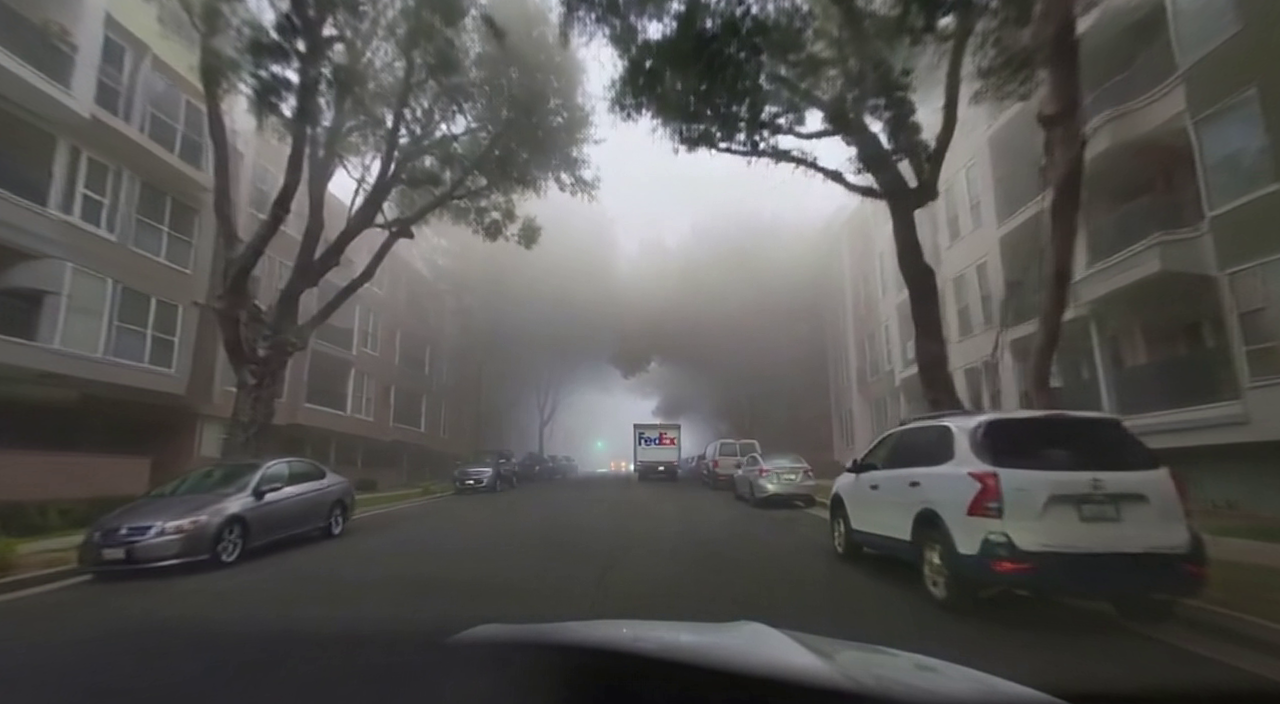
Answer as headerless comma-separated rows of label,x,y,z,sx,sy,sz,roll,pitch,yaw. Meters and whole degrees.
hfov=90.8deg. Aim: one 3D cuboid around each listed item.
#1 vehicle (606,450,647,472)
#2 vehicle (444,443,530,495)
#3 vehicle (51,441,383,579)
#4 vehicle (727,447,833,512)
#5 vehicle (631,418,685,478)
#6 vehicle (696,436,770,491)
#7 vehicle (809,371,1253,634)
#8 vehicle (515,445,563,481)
vehicle,-0.943,8.021,46.665,1.981,1.500,3.992,-2,-9,14
vehicle,-5.694,4.392,24.130,2.089,1.757,4.256,0,-9,2
vehicle,-5.724,2.131,9.413,1.888,1.546,4.306,0,-9,1
vehicle,3.575,3.316,17.049,1.877,1.500,4.407,0,-9,0
vehicle,0.940,5.870,38.822,2.930,3.275,8.180,0,-9,-1
vehicle,3.692,4.543,26.112,2.221,1.991,5.564,0,-9,0
vehicle,3.630,1.466,7.053,2.099,2.018,4.087,0,-9,-4
vehicle,-5.564,6.164,35.346,2.020,1.867,4.654,0,-9,-1
